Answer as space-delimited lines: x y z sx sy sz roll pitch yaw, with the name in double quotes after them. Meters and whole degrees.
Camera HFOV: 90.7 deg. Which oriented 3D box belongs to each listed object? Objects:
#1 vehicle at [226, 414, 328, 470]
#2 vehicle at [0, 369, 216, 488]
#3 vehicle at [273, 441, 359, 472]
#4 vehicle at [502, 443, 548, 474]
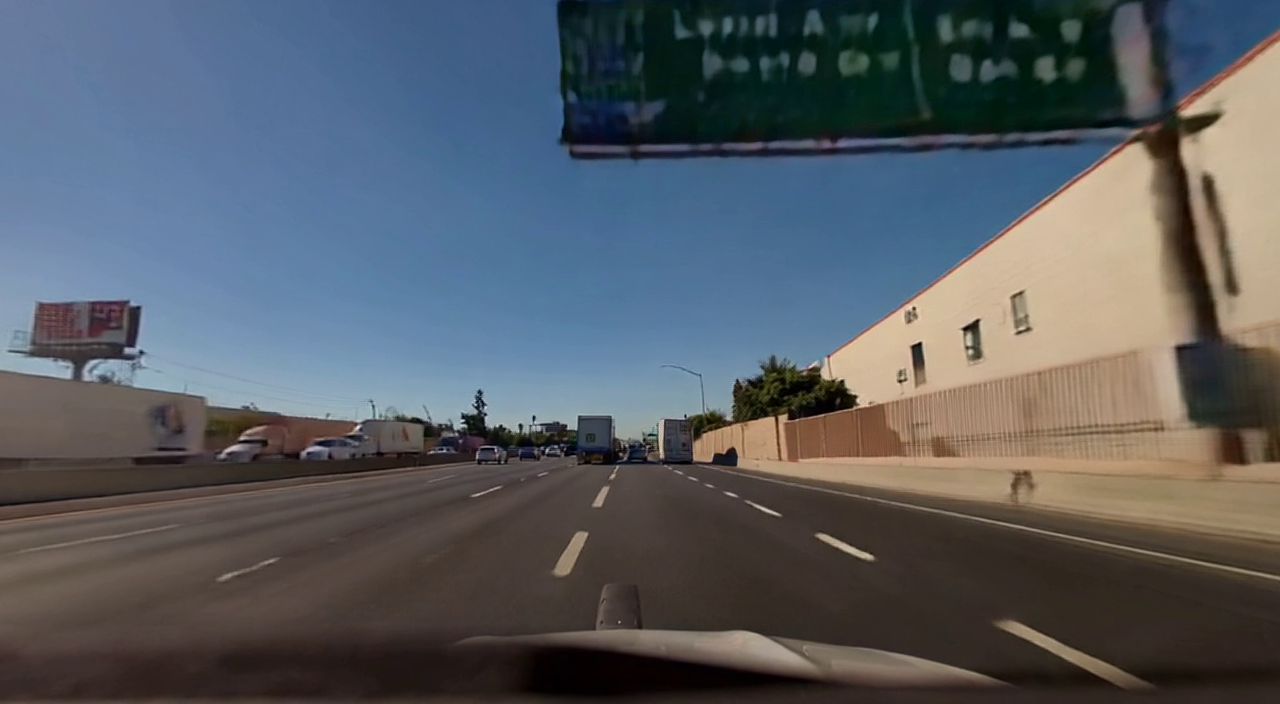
-27.208 6.876 48.042 2.985 3.820 8.369 0 -9 -3 "vehicle"
-22.870 3.220 25.449 2.814 3.929 13.332 0 -9 -2 "vehicle"
-19.284 6.231 37.999 2.180 1.717 5.809 0 -9 -1 "vehicle"
-6.662 6.177 37.075 2.132 1.679 4.045 0 -9 -2 "vehicle"
